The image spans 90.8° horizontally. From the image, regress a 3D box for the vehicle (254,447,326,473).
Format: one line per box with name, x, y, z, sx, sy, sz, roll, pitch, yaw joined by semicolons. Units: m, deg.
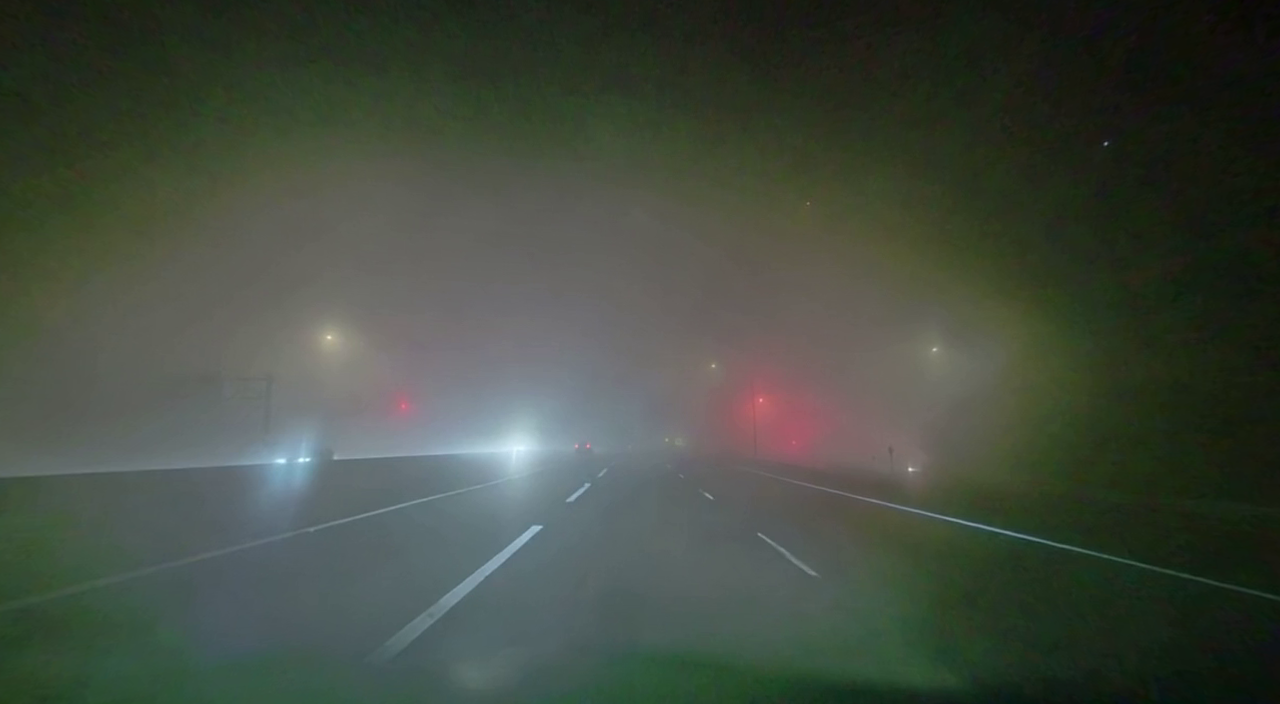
vehicle;-24.416;7.555;44.291;2.088;1.678;5.014;0;-8;1
